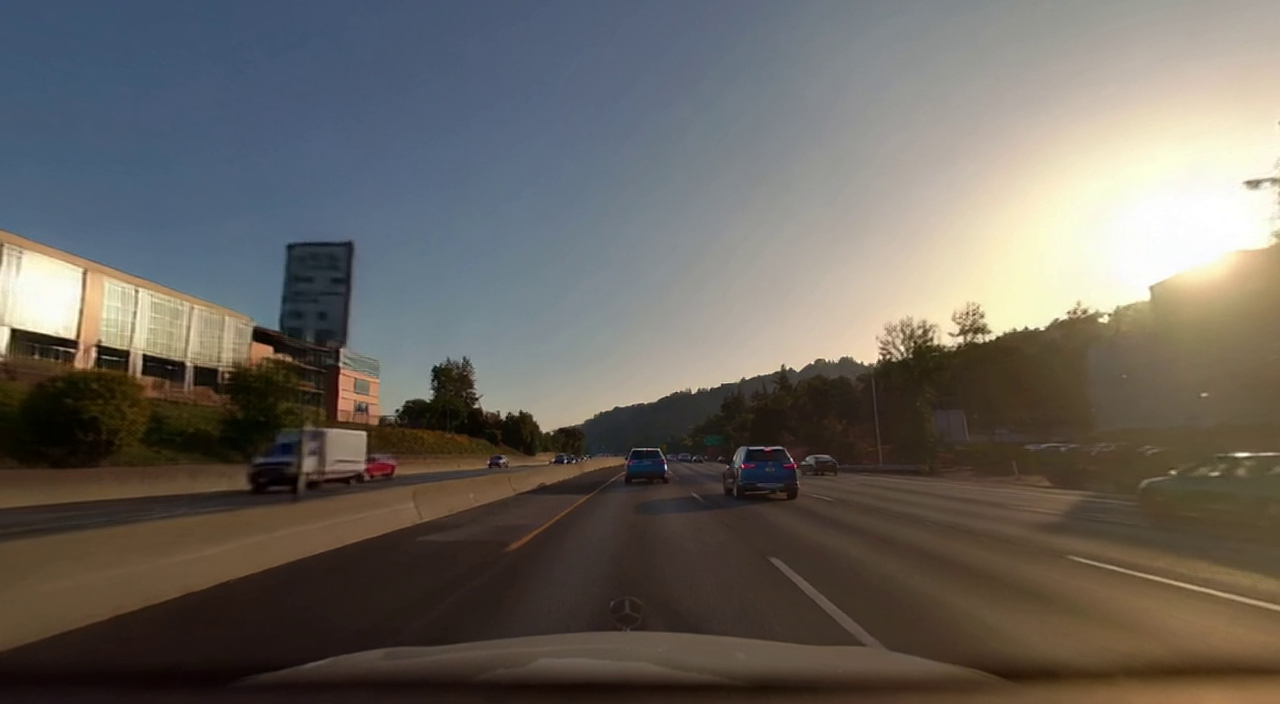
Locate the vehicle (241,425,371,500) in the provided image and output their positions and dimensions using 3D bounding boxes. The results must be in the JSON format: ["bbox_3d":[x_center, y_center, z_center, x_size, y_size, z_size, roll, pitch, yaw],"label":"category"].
[{"bbox_3d":[-14.206,4.726,27.378,2.335,2.870,5.786,0,-8,1],"label":"vehicle"}]

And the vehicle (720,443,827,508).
[{"bbox_3d":[3.561,3.366,17.677,2.042,1.592,4.047,0,-8,-1],"label":"vehicle"}]

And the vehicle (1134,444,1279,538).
[{"bbox_3d":[10.963,2.248,10.372,2.027,1.446,4.470,0,-8,0],"label":"vehicle"}]

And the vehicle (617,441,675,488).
[{"bbox_3d":[0.252,4.811,27.363,2.290,1.862,4.454,0,-8,1],"label":"vehicle"}]
